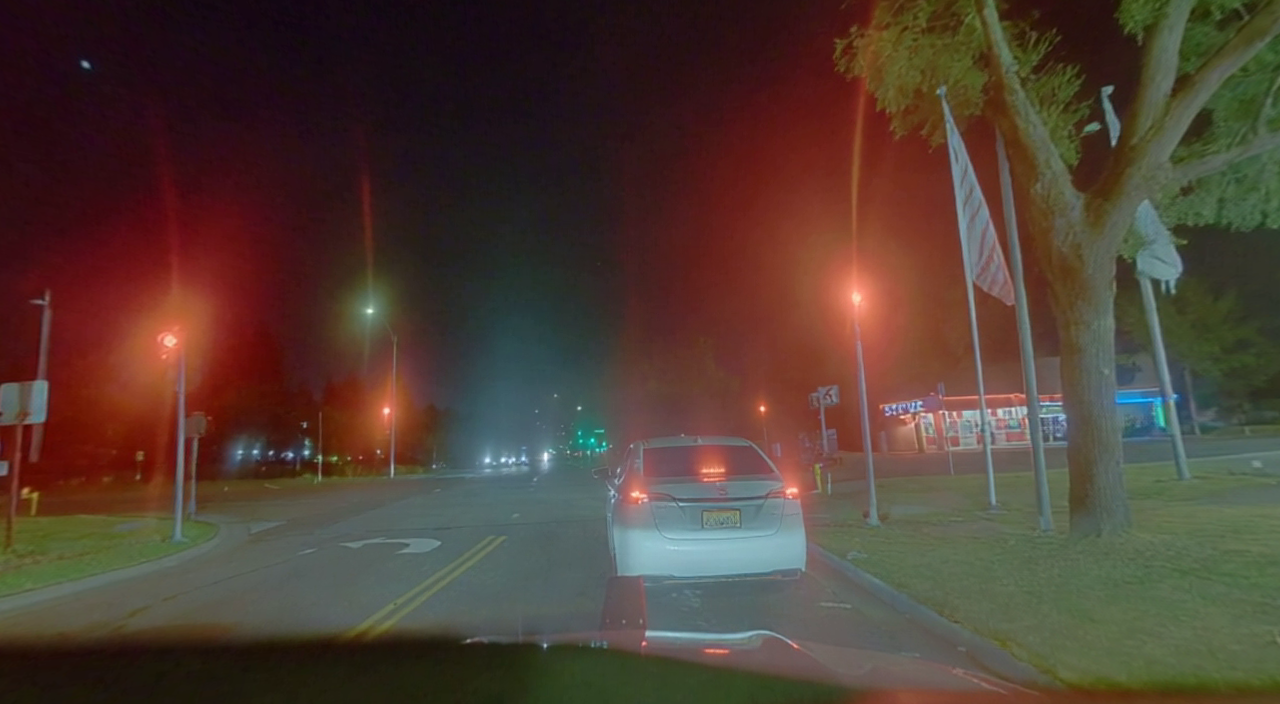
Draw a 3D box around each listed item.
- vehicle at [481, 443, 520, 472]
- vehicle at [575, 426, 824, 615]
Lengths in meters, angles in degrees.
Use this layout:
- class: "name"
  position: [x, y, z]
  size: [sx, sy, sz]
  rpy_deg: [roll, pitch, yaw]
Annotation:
- class: "vehicle"
  position: [-10.098, 7.673, 45.870]
  size: [2.212, 1.948, 4.537]
  rpy_deg: [0, -9, -6]
- class: "vehicle"
  position: [0.377, 1.620, 6.895]
  size: [1.985, 1.463, 3.647]
  rpy_deg: [0, -9, -3]
